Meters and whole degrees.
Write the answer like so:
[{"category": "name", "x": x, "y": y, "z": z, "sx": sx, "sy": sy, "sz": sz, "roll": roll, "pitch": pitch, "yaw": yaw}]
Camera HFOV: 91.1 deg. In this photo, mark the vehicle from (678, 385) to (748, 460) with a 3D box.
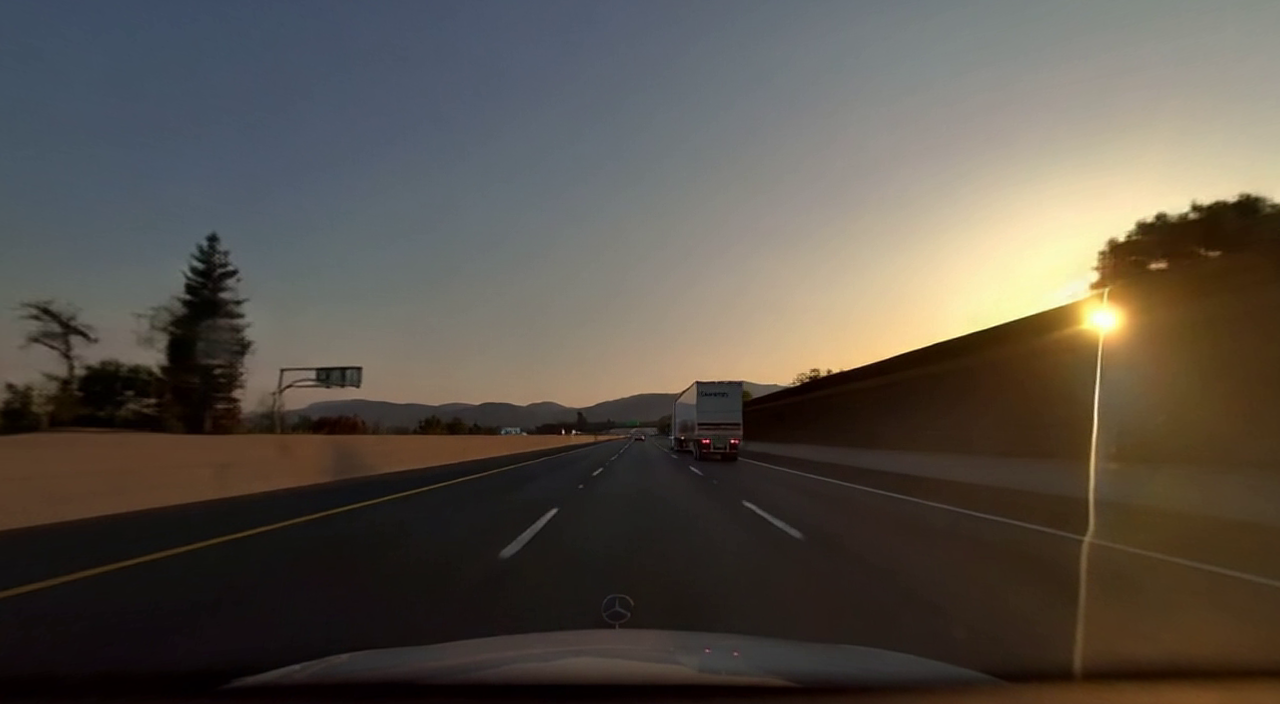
[{"category": "vehicle", "x": 4.330, "y": 4.739, "z": 40.851, "sx": 2.920, "sy": 4.029, "sz": 13.900, "roll": 0, "pitch": -8, "yaw": 0}]
